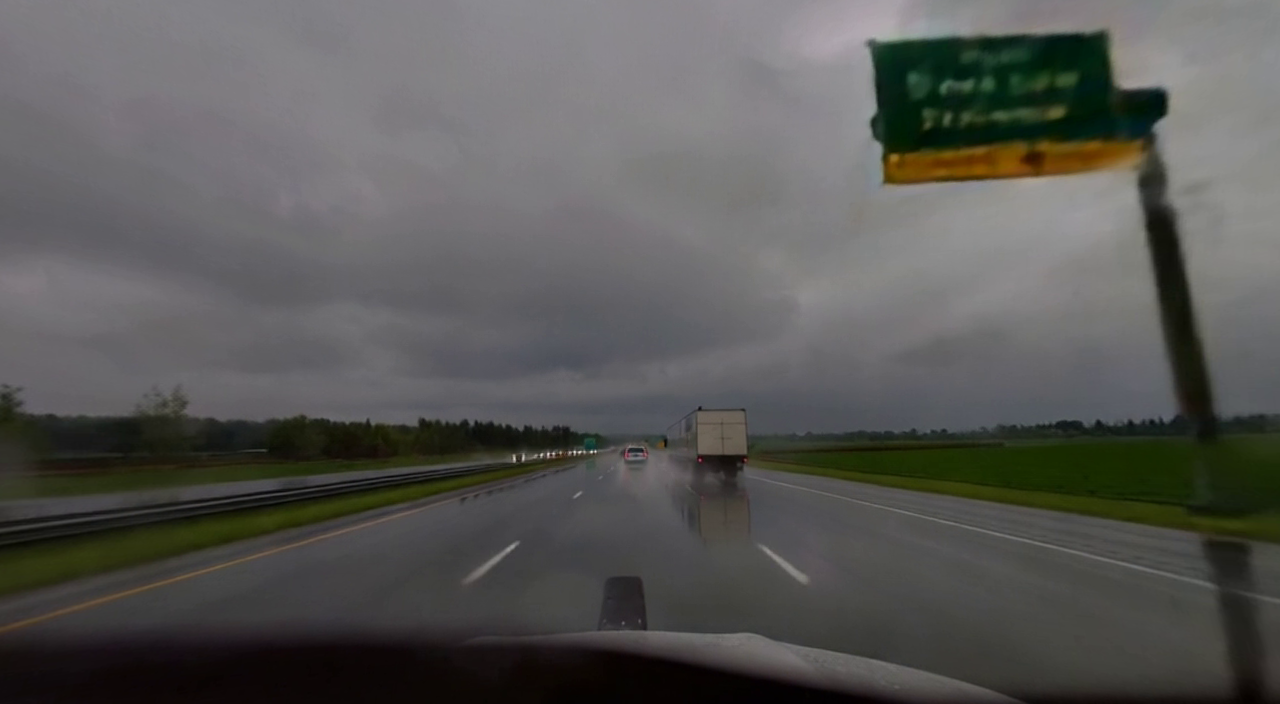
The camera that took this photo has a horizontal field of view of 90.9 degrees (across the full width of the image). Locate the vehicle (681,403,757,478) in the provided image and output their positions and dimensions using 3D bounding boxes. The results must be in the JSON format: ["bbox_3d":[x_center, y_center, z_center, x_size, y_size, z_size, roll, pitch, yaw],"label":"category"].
[{"bbox_3d":[4.026,4.866,34.368,2.931,3.530,8.760,0,-9,0],"label":"vehicle"}]

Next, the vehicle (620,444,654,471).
[{"bbox_3d":[-0.162,6.998,41.824,2.151,1.678,3.923,0,-9,0],"label":"vehicle"}]
